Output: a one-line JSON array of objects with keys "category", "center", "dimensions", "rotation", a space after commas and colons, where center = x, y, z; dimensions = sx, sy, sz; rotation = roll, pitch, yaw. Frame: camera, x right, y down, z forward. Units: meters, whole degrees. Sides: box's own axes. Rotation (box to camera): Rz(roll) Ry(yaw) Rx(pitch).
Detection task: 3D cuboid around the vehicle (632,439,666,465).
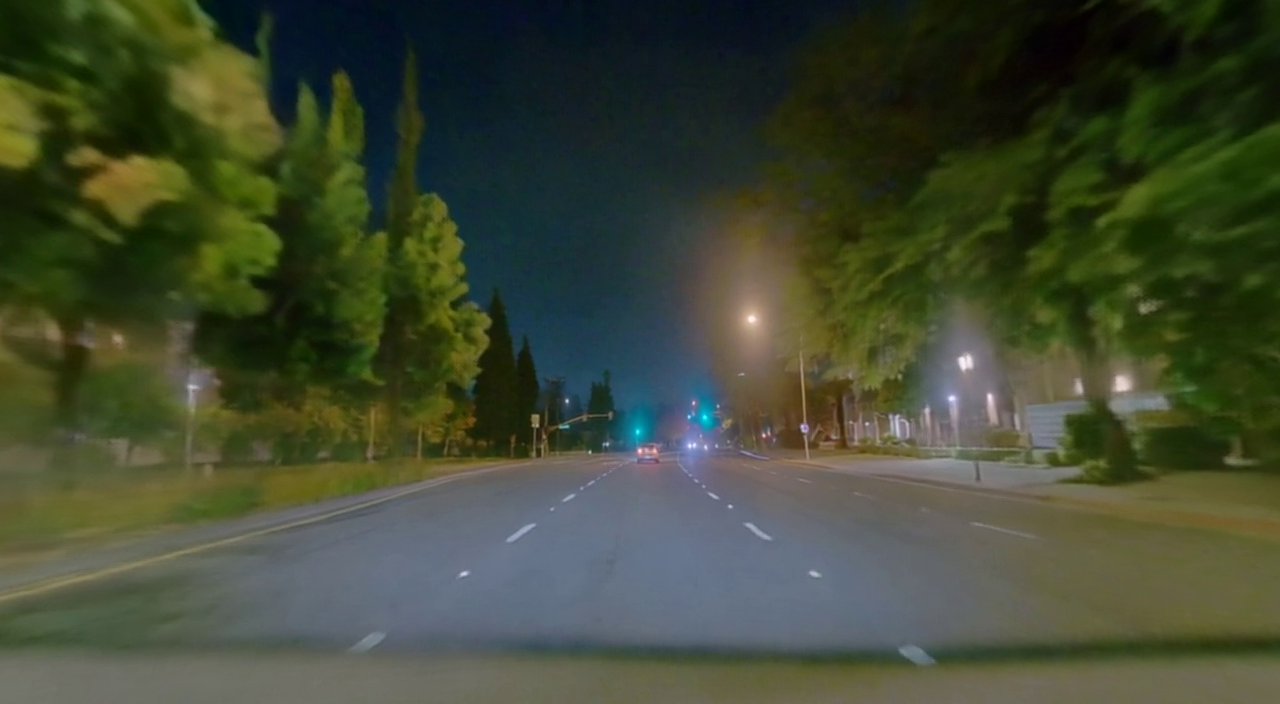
[{"category": "vehicle", "center": [0.595, 6.326, 40.242], "dimensions": [2.037, 1.568, 3.693], "rotation": [-1, -8, 2]}]
